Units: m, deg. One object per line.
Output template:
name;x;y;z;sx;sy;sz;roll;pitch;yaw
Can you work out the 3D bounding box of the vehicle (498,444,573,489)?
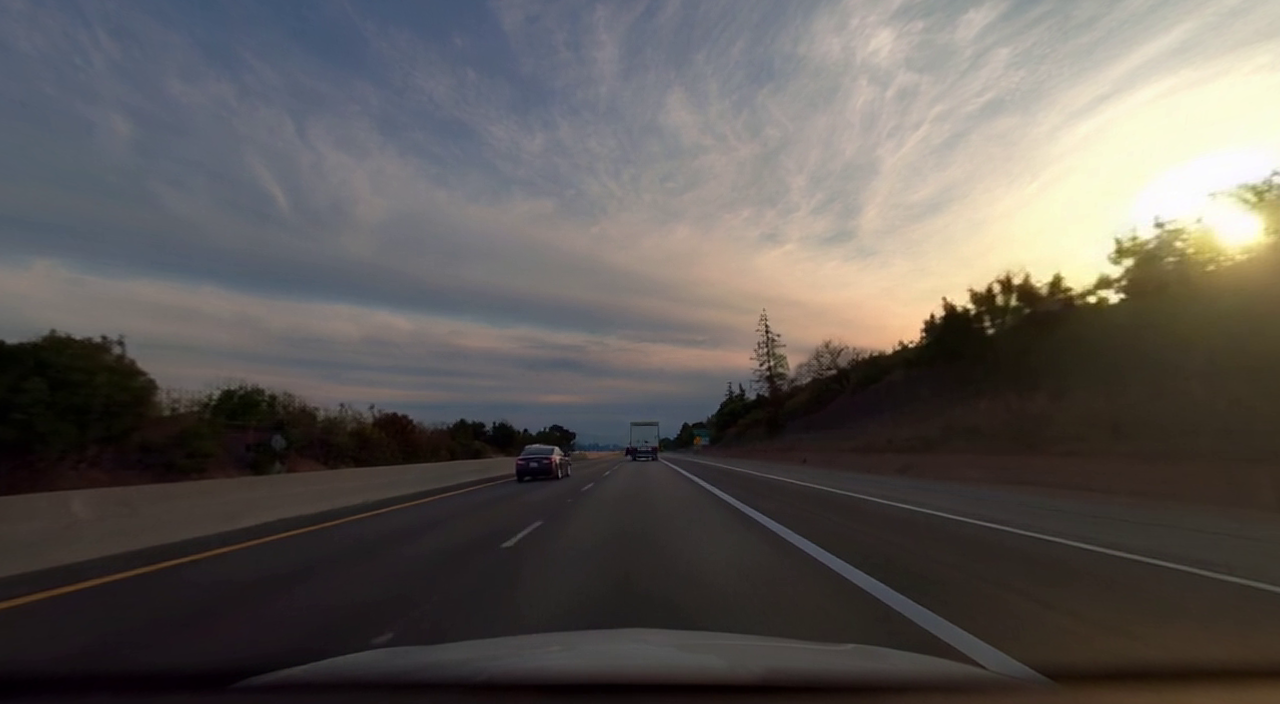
vehicle;-3.703;4.133;23.064;1.955;1.438;4.100;-1;-9;1
